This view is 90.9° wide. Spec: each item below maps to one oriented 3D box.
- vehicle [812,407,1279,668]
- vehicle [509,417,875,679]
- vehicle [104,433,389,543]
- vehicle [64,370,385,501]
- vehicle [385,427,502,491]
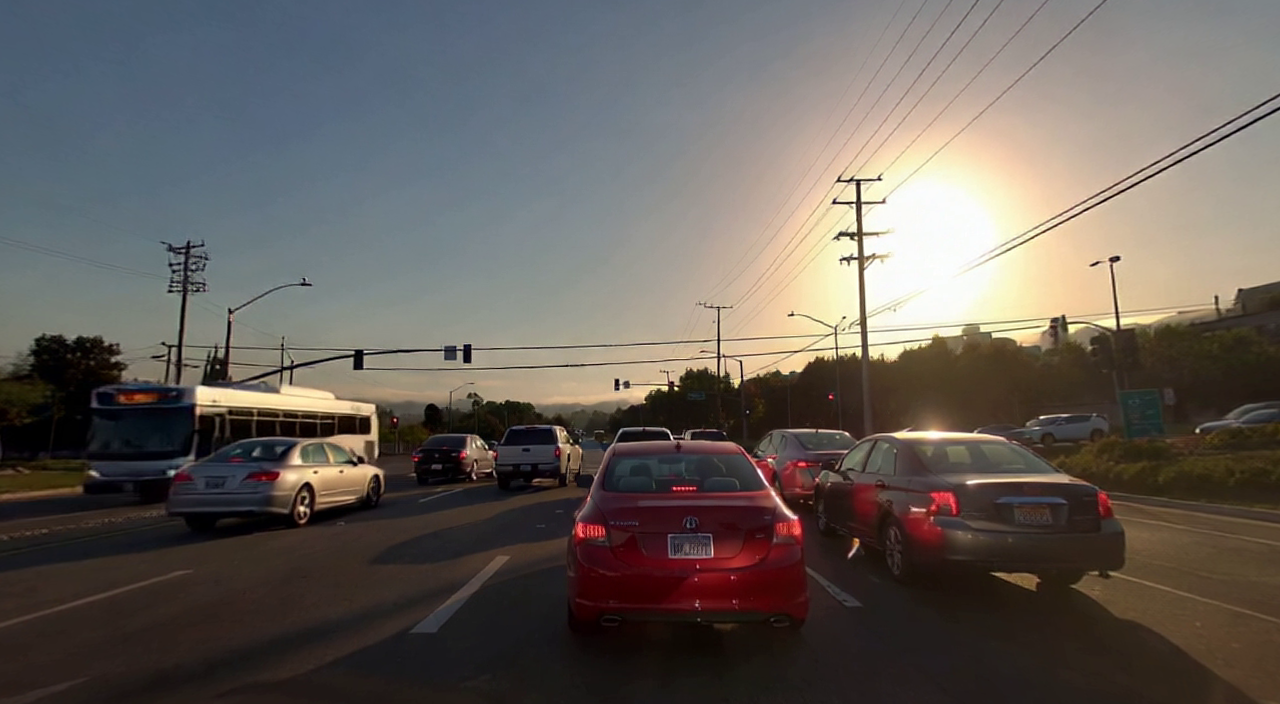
[{"bbox_3d":[3.140,1.400,5.871,1.870,1.523,4.096,0,-8,-1],"label":"vehicle"},{"bbox_3d":[0.280,1.422,5.699,2.109,1.483,3.964,0,-8,-1],"label":"vehicle"},{"bbox_3d":[-6.403,2.229,11.119,1.955,1.497,4.639,-1,-8,1],"label":"vehicle"},{"bbox_3d":[-13.534,3.109,23.018,3.005,3.443,12.583,-1,-8,1],"label":"vehicle"},{"bbox_3d":[-6.262,3.489,20.898,2.070,1.824,5.196,-1,-8,2],"label":"vehicle"}]
